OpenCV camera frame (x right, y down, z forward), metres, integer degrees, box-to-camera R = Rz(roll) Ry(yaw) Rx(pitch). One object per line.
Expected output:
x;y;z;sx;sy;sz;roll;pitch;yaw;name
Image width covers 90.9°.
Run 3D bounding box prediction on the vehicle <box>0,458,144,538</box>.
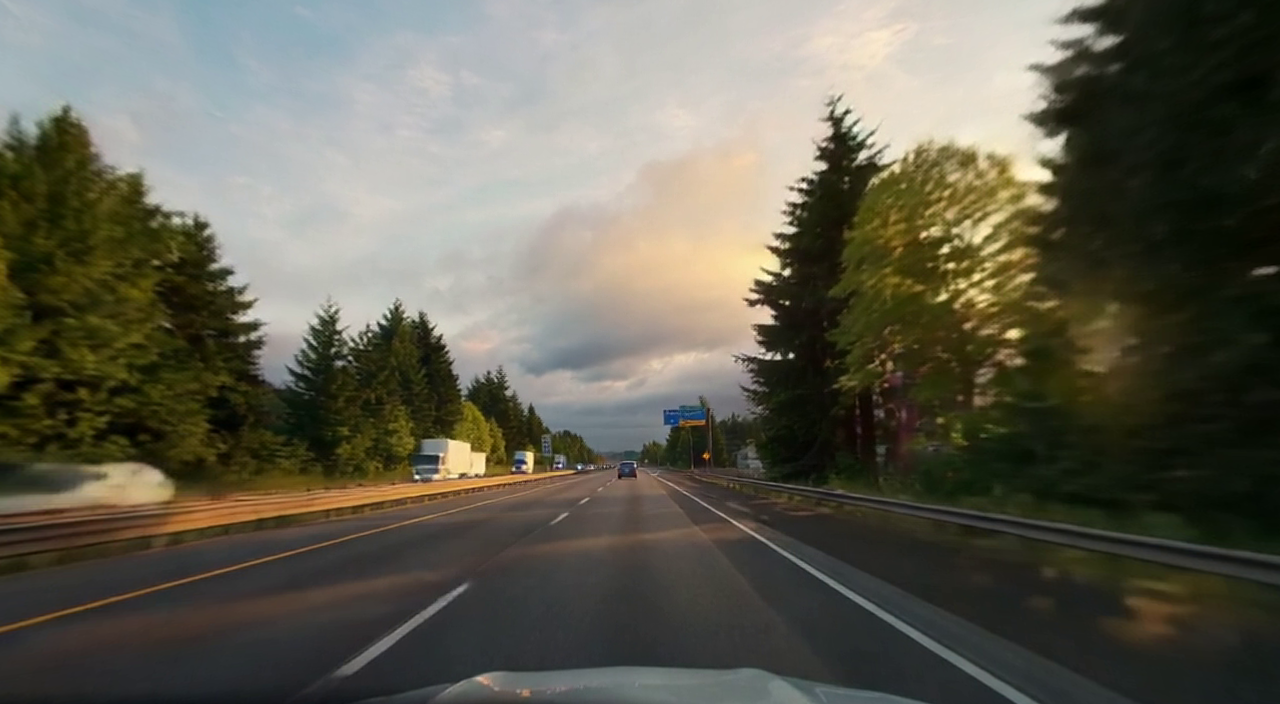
-12.975;2.905;12.790;2.022;1.459;4.613;1;-10;0;vehicle
